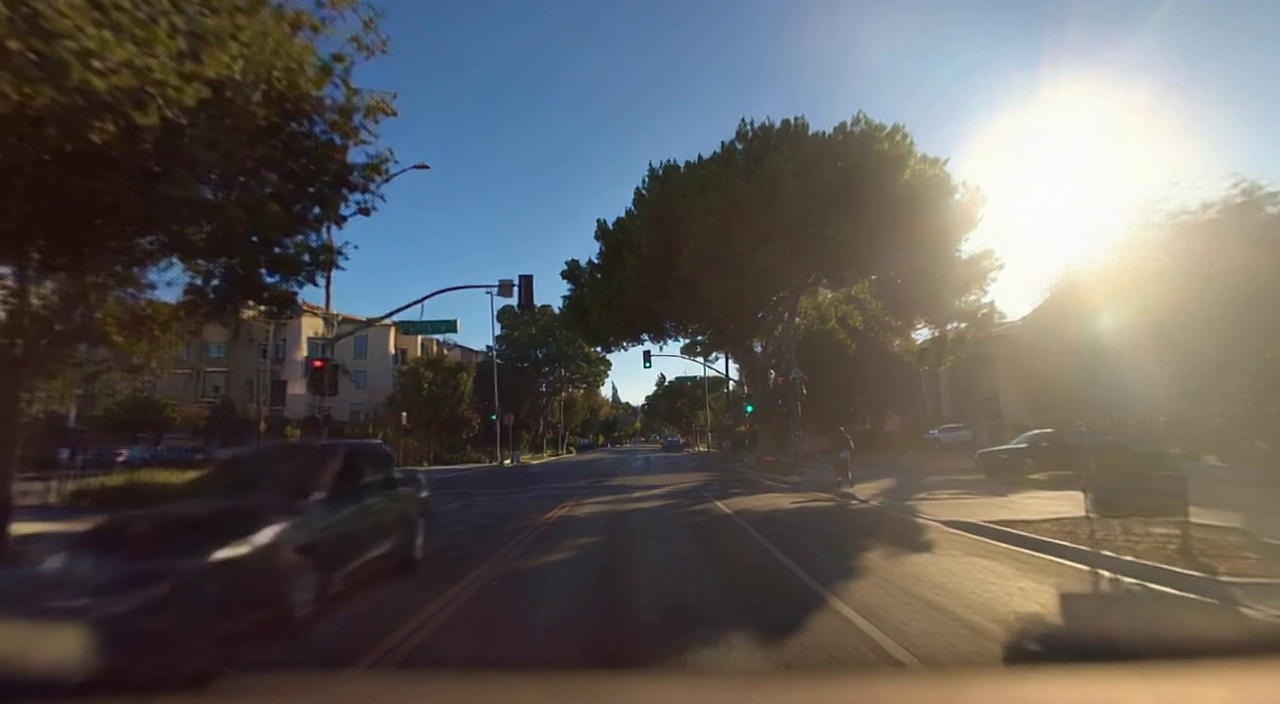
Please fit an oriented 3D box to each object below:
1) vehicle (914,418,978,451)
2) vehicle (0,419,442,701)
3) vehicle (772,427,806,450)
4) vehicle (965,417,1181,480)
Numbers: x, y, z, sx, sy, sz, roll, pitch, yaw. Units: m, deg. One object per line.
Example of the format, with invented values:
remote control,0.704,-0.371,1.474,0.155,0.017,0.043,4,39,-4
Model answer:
vehicle,17.142,4.667,35.609,2.013,1.722,4.007,-2,-8,8
vehicle,-3.518,1.463,5.674,2.015,1.508,4.353,0,-9,1
vehicle,11.523,6.737,49.109,1.950,1.714,4.245,-1,-9,5
vehicle,12.772,2.864,18.856,4.908,1.521,2.108,-2,-8,-4
